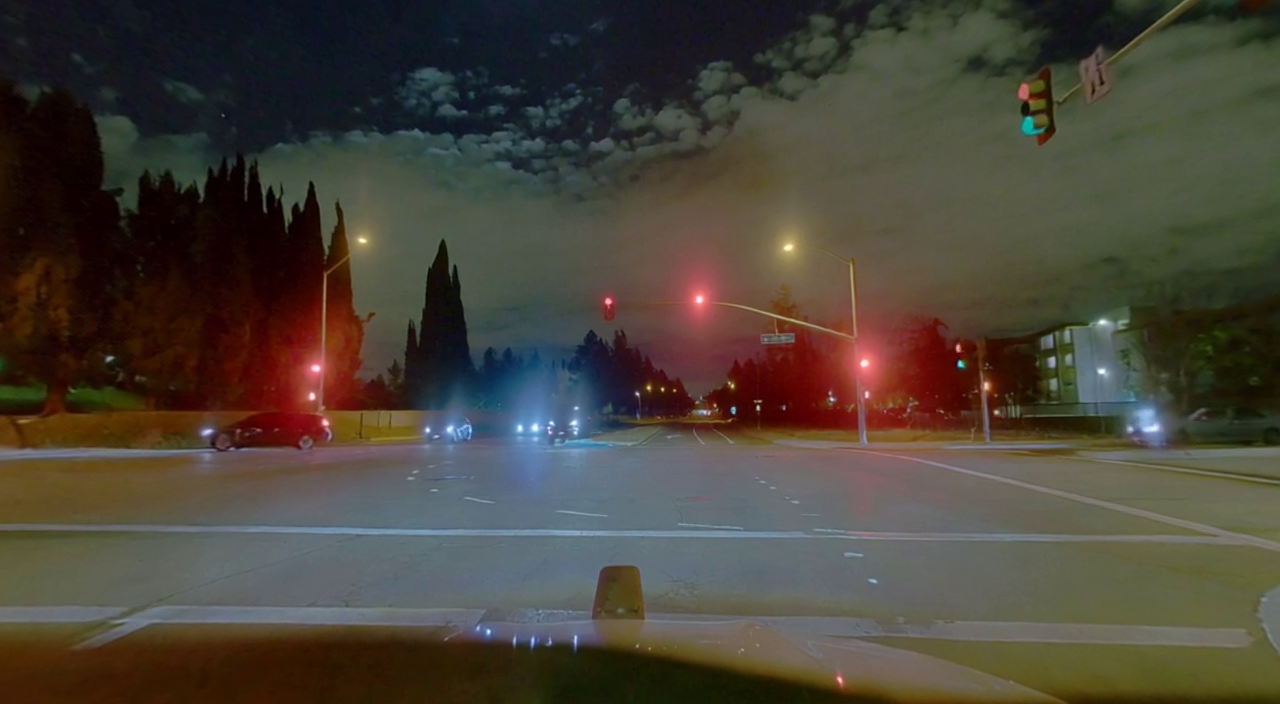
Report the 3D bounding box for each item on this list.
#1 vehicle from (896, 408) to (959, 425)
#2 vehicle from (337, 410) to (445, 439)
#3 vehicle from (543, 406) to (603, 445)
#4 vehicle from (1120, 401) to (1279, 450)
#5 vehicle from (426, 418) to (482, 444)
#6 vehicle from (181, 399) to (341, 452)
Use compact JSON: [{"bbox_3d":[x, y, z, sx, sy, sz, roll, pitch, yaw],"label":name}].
[{"bbox_3d":[21.999,4.940,48.442,3.933,1.219,1.700,-1,-9,3],"label":"vehicle"},{"bbox_3d":[-17.133,5.100,43.761,6.496,1.847,2.164,8,-12,-42],"label":"vehicle"},{"bbox_3d":[-3.473,4.012,33.915,2.306,1.907,5.382,-1,-9,4],"label":"vehicle"},{"bbox_3d":[20.037,2.625,22.287,4.454,1.643,1.809,-1,-9,9],"label":"vehicle"},{"bbox_3d":[-11.414,4.940,39.134,1.899,1.510,4.294,-1,-8,4],"label":"vehicle"},{"bbox_3d":[-15.066,3.053,25.478,2.340,1.902,4.920,-5,-10,27],"label":"vehicle"}]
